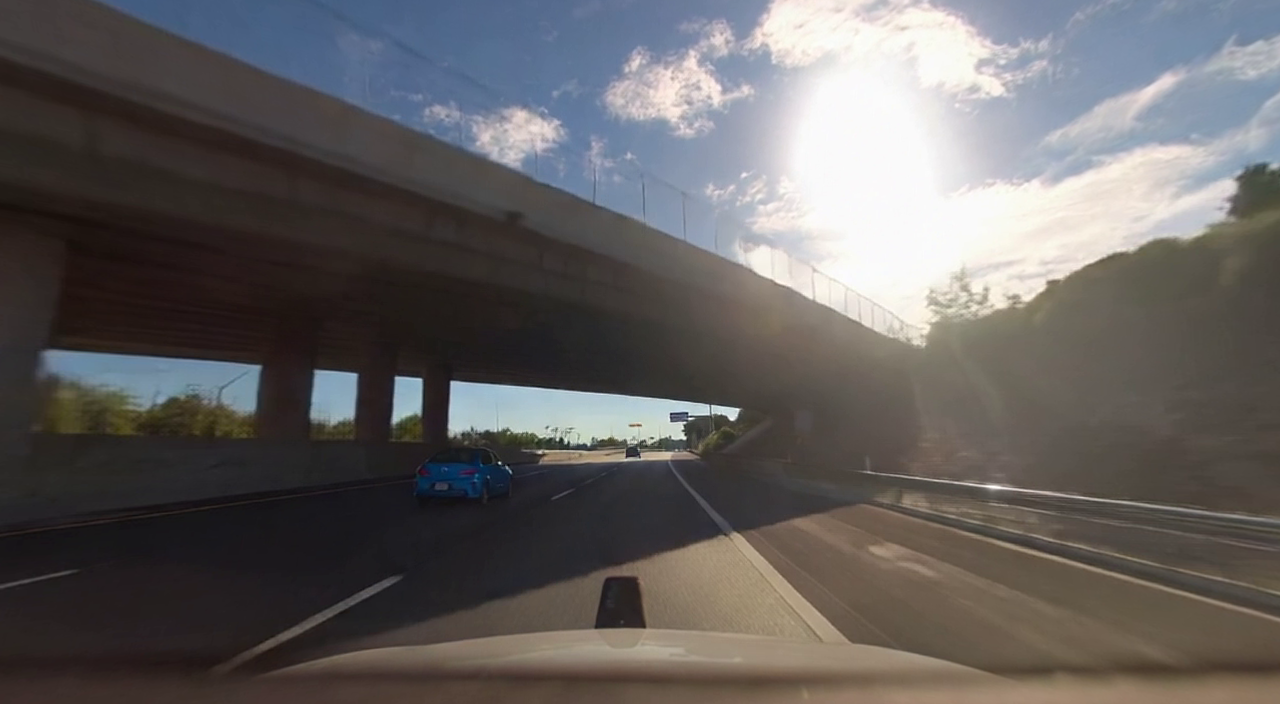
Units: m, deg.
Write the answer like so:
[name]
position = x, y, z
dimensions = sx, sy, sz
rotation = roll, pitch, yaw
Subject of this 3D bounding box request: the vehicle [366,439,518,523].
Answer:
[vehicle]
position = -3.967, 2.637, 13.399
dimensions = 1.928, 1.504, 3.745
rotation = 0, -9, 1
